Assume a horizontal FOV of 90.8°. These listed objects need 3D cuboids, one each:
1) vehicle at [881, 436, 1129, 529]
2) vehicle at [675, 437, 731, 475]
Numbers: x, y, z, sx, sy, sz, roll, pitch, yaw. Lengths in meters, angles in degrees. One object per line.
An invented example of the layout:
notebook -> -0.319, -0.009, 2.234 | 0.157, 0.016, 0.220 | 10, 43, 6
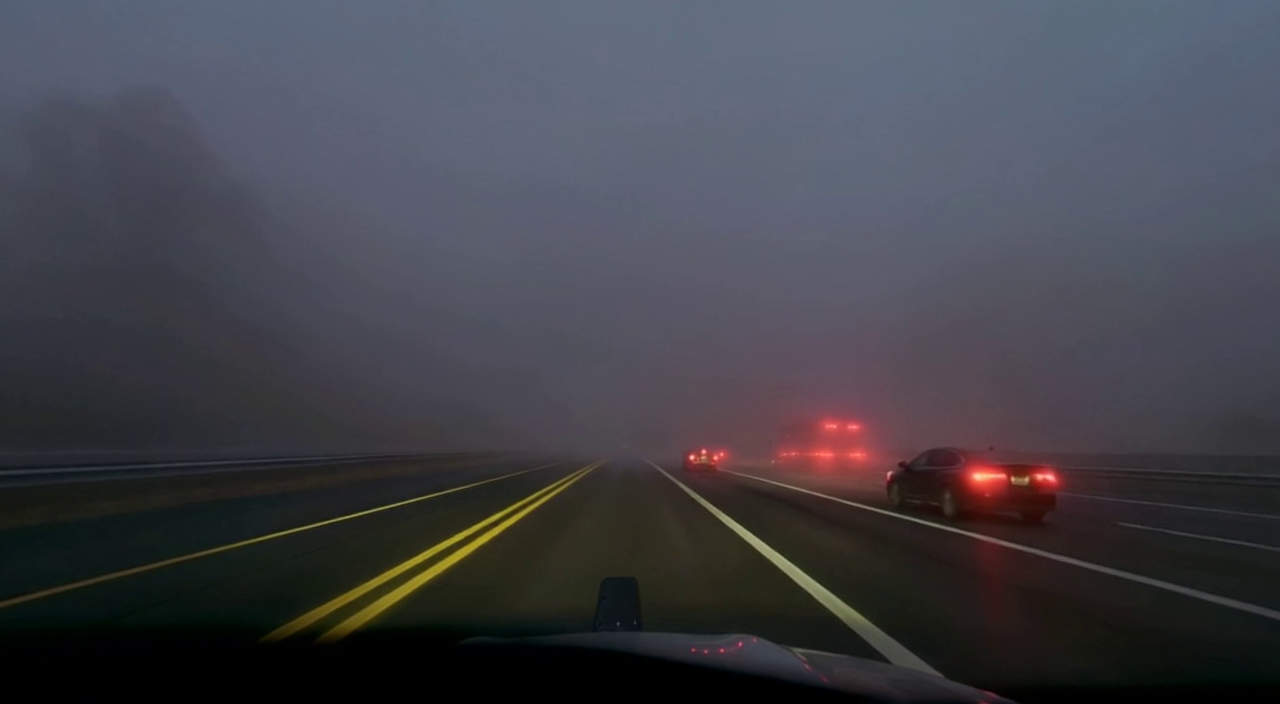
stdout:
vehicle -> 6.980, 2.513, 12.931 | 2.046, 1.509, 4.929 | 0, -8, -2
vehicle -> 3.104, 5.271, 32.218 | 2.141, 1.785, 4.778 | 0, -8, -2
